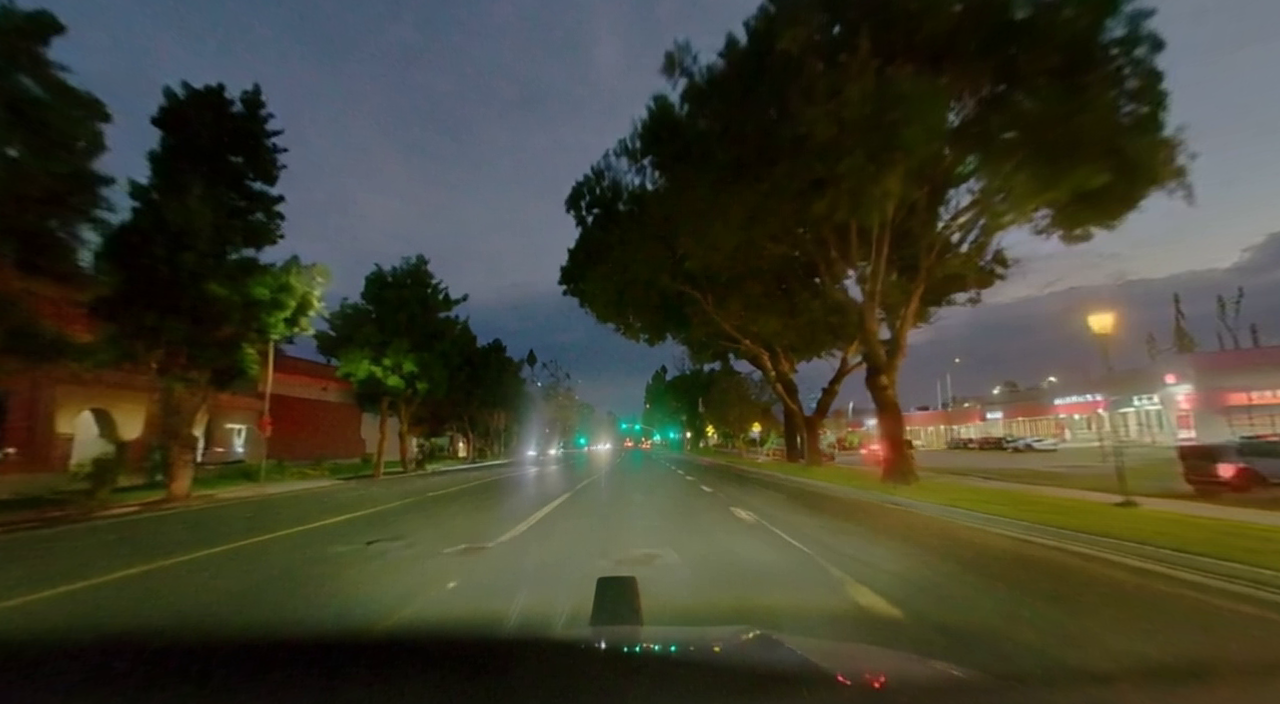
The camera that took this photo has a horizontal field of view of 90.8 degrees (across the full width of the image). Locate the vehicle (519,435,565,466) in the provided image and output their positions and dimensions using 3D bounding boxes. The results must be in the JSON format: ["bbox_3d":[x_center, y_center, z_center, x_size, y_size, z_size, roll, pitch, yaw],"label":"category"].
[{"bbox_3d":[-6.768,6.893,44.379,2.437,1.986,5.135,0,-8,0],"label":"vehicle"}]

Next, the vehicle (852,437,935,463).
[{"bbox_3d":[16.162,6.265,40.458,4.421,1.412,1.949,-2,-8,0],"label":"vehicle"}]

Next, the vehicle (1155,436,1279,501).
[{"bbox_3d":[16.785,3.010,16.578,4.665,1.570,2.080,0,-8,0],"label":"vehicle"}]
